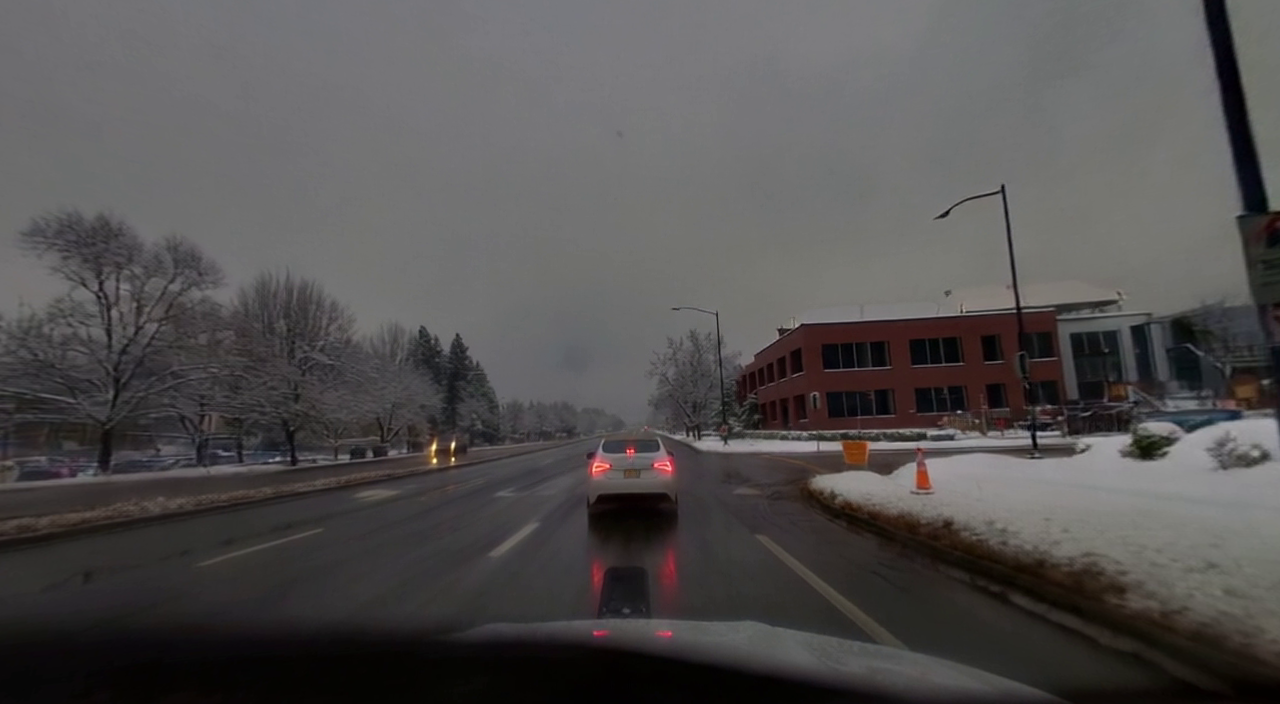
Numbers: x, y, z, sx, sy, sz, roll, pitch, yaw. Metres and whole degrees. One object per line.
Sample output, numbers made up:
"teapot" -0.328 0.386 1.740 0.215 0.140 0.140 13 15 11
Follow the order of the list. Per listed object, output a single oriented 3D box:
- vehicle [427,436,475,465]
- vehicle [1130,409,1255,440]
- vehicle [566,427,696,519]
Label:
"vehicle" -10.418 5.360 34.532 2.072 1.465 4.394 3 -9 -22
"vehicle" 27.758 3.673 31.777 4.455 1.494 1.926 0 -9 0
"vehicle" -0.138 2.268 12.352 2.112 1.482 4.076 0 -8 0
